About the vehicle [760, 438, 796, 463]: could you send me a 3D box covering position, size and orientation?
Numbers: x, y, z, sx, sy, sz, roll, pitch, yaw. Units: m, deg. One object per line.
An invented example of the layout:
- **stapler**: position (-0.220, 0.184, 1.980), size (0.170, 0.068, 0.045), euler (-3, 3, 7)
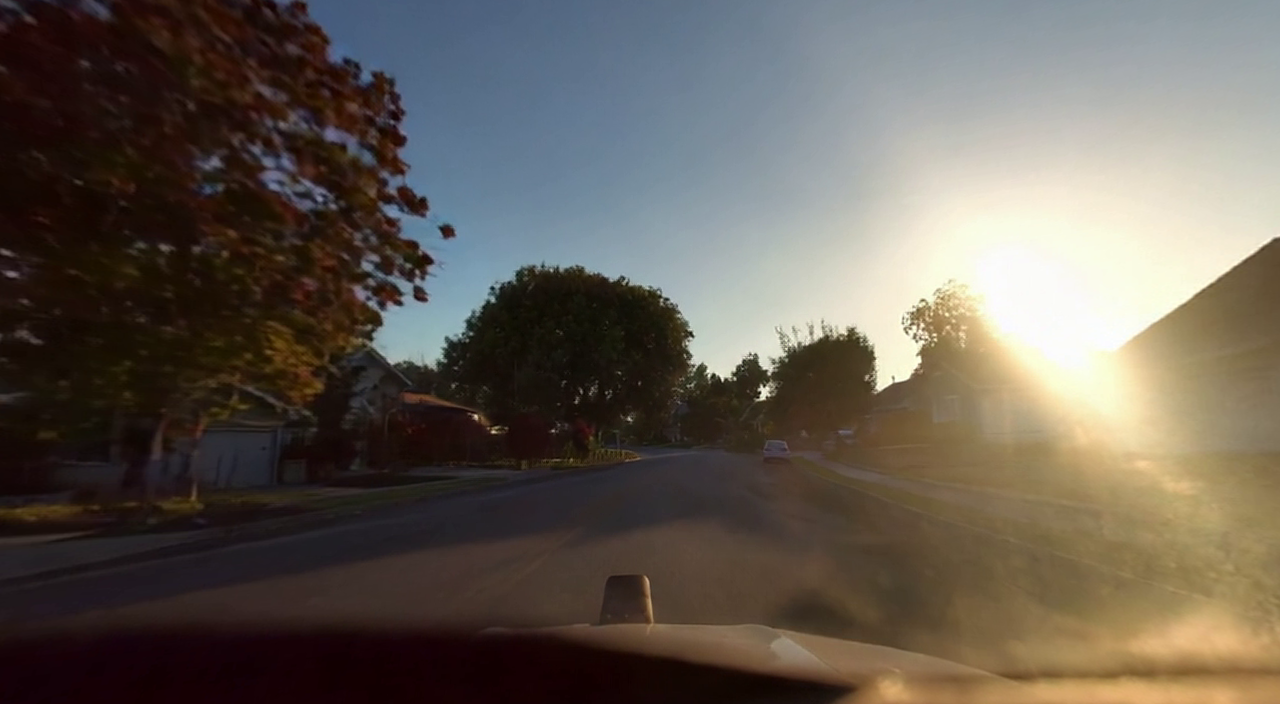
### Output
- **vehicle**: position (8.755, 6.271, 40.239), size (2.129, 1.490, 4.369), euler (-2, -9, 11)
